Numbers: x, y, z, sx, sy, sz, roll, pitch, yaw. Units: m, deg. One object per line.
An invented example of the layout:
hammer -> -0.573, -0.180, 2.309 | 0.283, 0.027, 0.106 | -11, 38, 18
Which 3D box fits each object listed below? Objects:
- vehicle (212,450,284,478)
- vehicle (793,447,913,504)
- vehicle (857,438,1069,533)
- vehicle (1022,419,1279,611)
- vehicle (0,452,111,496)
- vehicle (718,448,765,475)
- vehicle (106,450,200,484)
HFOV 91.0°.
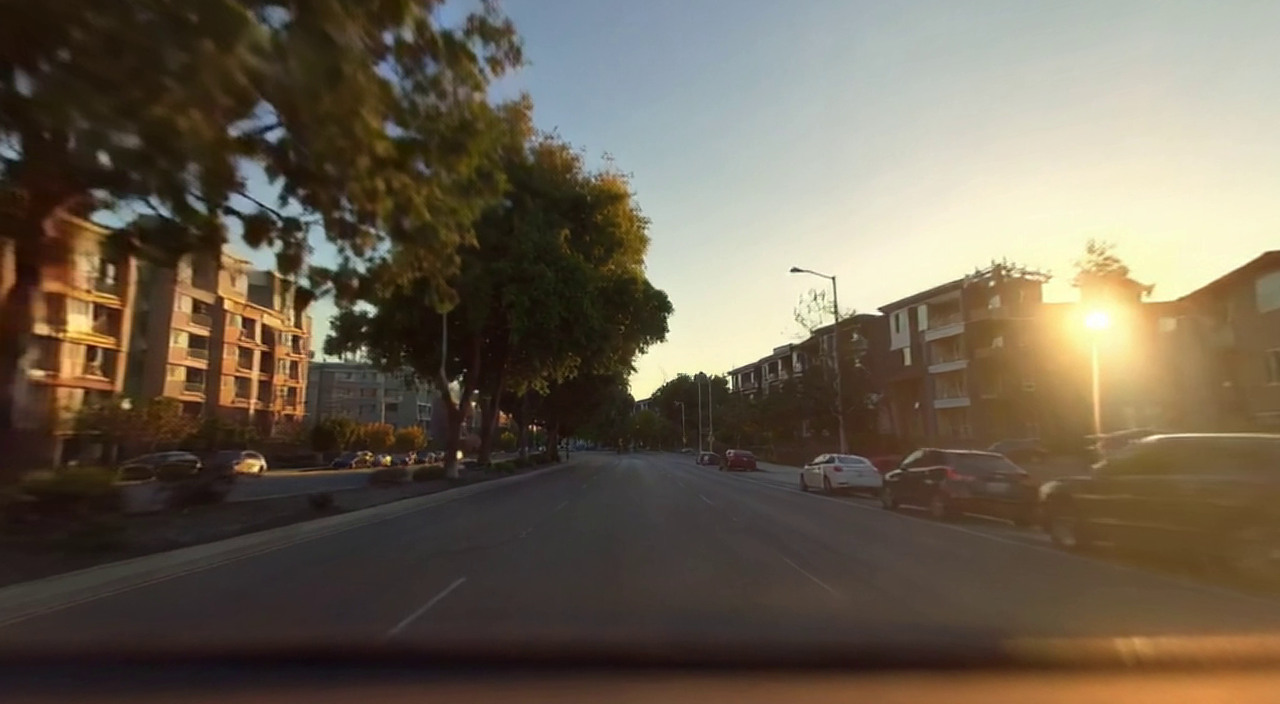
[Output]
vehicle -> -25.685, 7.325, 41.417 | 2.000, 1.696, 4.318 | 0, -9, -1
vehicle -> 6.548, 3.846, 20.060 | 1.956, 1.487, 5.176 | -3, -9, 0
vehicle -> 6.595, 2.756, 13.617 | 2.060, 1.672, 4.556 | 0, -9, -2
vehicle -> 6.751, 1.686, 7.119 | 2.078, 1.699, 4.292 | 0, -9, -1
vehicle -> -25.857, 5.221, 27.320 | 1.945, 1.694, 4.329 | 0, -9, -1
vehicle -> 6.158, 6.696, 38.713 | 2.056, 1.528, 4.816 | 0, -9, 0
vehicle -> -26.057, 6.120, 33.888 | 1.781, 1.666, 4.238 | 0, -9, -2
